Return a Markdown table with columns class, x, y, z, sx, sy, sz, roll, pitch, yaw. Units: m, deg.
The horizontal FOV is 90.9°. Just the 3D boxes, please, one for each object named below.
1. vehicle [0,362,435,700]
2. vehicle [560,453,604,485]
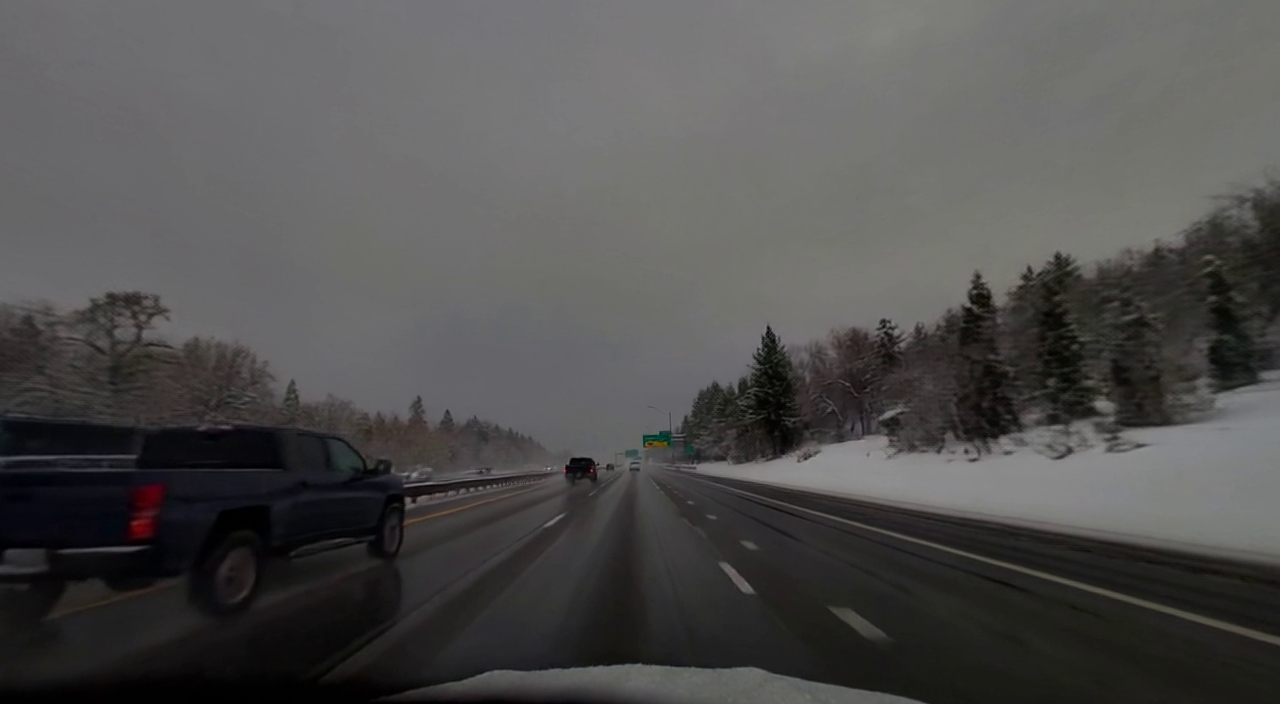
| class | x | y | z | sx | sy | sz | roll | pitch | yaw |
| --- | --- | --- | --- | --- | --- | --- | --- | --- | --- |
| vehicle | -3.918 | 1.422 | 6.006 | 2.272 | 1.873 | 4.832 | 1 | -10 | 0 |
| vehicle | -3.706 | 7.602 | 41.001 | 2.390 | 1.879 | 4.423 | 1 | -11 | 0 |
